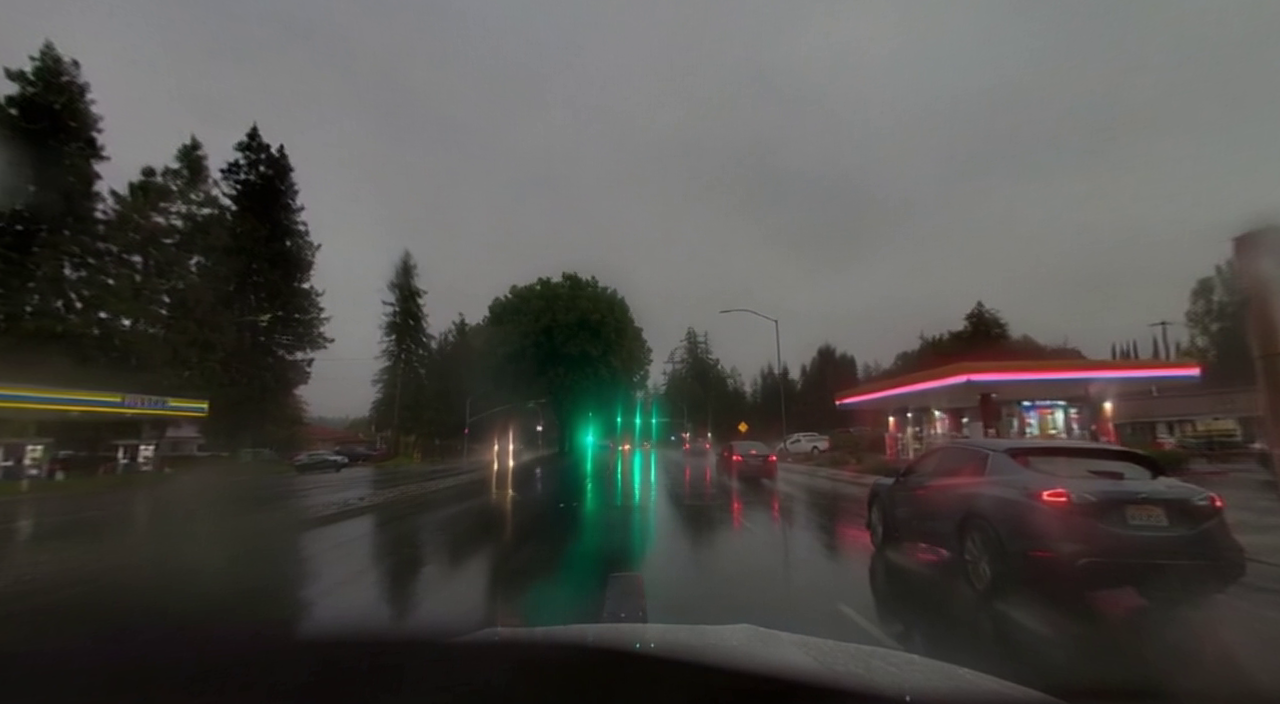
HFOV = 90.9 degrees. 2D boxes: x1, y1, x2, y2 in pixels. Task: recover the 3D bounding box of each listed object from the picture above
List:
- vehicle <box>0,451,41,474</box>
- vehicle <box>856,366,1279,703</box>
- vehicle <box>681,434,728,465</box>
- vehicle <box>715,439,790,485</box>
[{"bbox_3d":[-43.854,7.622,43.476,1.820,1.459,4.381,1,-8,-18],"label":"vehicle"},{"bbox_3d":[3.620,1.249,5.236,1.875,1.665,4.931,0,-8,0],"label":"vehicle"},{"bbox_3d":[4.228,6.542,42.427,2.611,1.983,5.165,0,-8,0],"label":"vehicle"},{"bbox_3d":[3.858,3.845,22.300,1.871,1.442,4.122,0,-8,-1],"label":"vehicle"}]
